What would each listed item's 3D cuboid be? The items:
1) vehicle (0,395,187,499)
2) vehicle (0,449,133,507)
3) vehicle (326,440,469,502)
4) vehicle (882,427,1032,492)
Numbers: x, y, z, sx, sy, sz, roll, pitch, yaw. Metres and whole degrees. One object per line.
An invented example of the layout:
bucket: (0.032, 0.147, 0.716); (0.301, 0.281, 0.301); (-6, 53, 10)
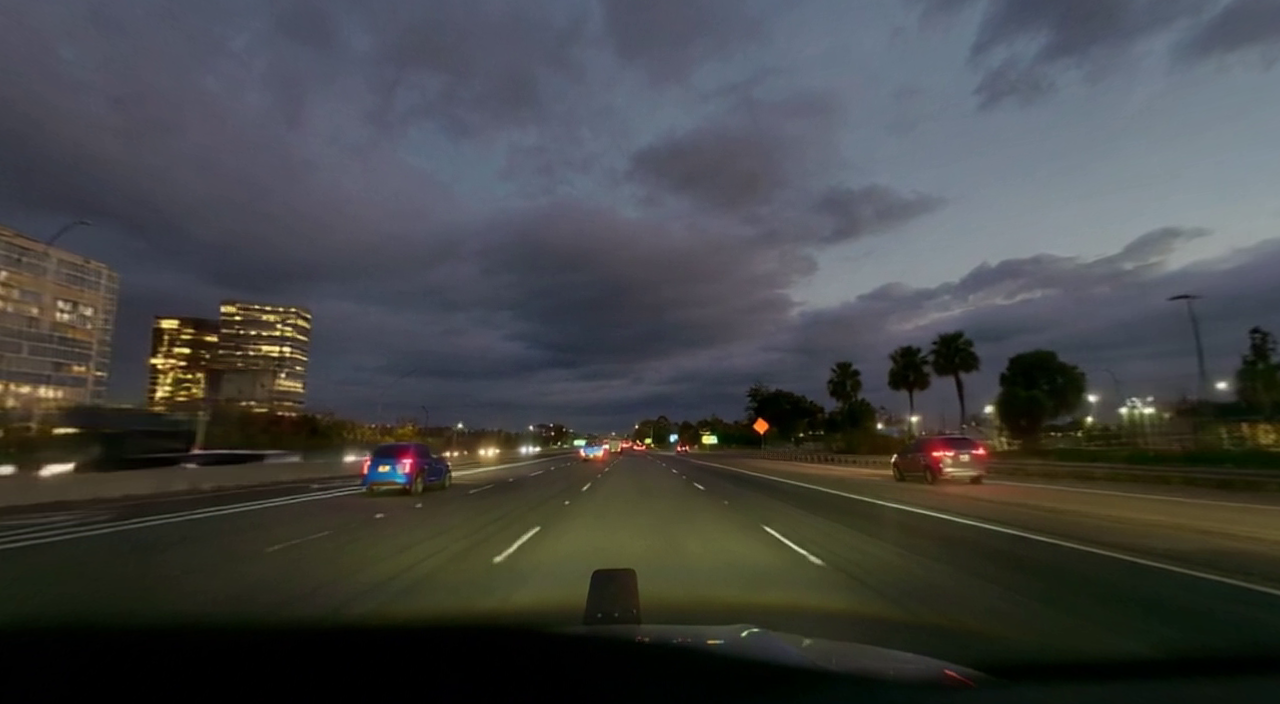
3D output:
vehicle: (-21.581, 3.585, 23.562); (3.068, 3.193, 8.494); (0, -9, -1)
vehicle: (-17.490, 3.539, 18.134); (1.955, 1.494, 4.733); (0, -9, 0)
vehicle: (-6.552, 3.269, 17.833); (2.018, 1.480, 4.999); (0, -9, 1)
vehicle: (9.662, 3.334, 19.797); (2.168, 1.792, 4.457); (0, -9, -3)
